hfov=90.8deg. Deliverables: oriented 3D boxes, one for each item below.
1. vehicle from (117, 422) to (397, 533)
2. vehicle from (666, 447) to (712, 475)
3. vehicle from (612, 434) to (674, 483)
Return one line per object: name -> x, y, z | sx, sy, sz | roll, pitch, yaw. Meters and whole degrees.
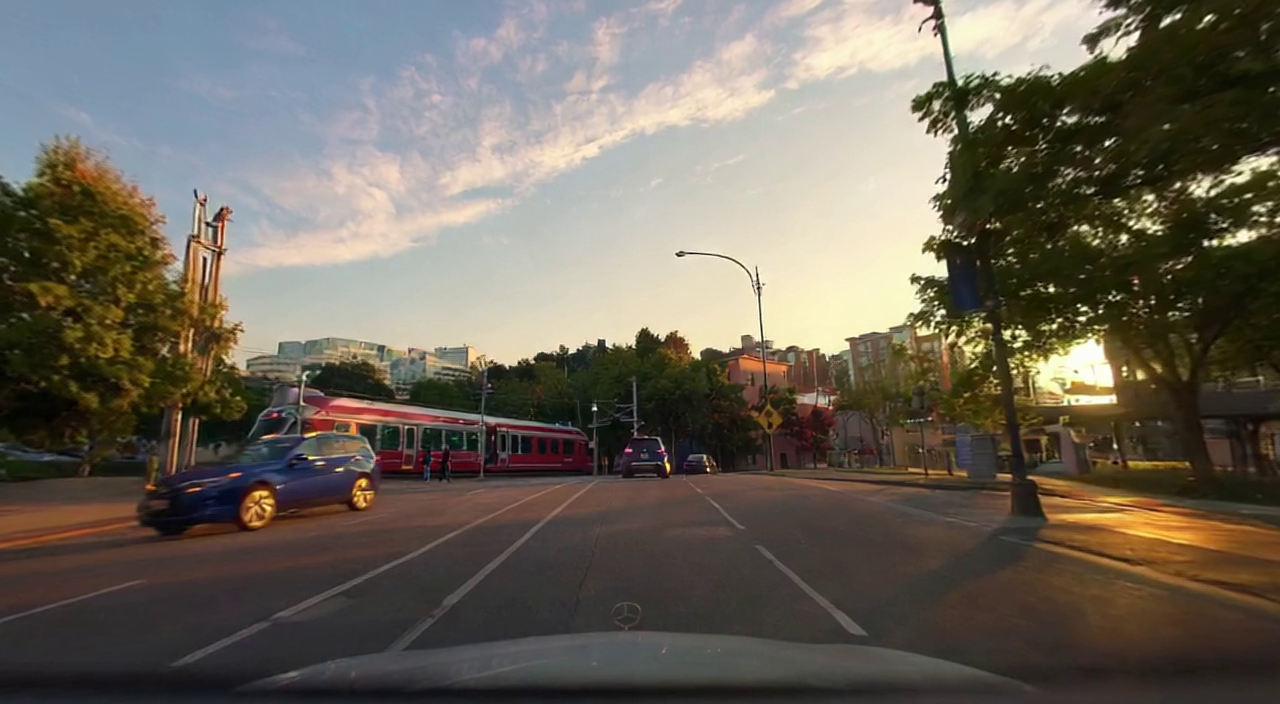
vehicle -> -7.256, 2.434, 12.858 | 2.252, 1.787, 4.929 | -1, -9, 6
vehicle -> 3.274, 7.106, 41.404 | 2.010, 1.725, 4.320 | -3, -9, 18
vehicle -> 0.212, 4.254, 25.432 | 2.263, 1.765, 4.237 | -1, -9, 3
